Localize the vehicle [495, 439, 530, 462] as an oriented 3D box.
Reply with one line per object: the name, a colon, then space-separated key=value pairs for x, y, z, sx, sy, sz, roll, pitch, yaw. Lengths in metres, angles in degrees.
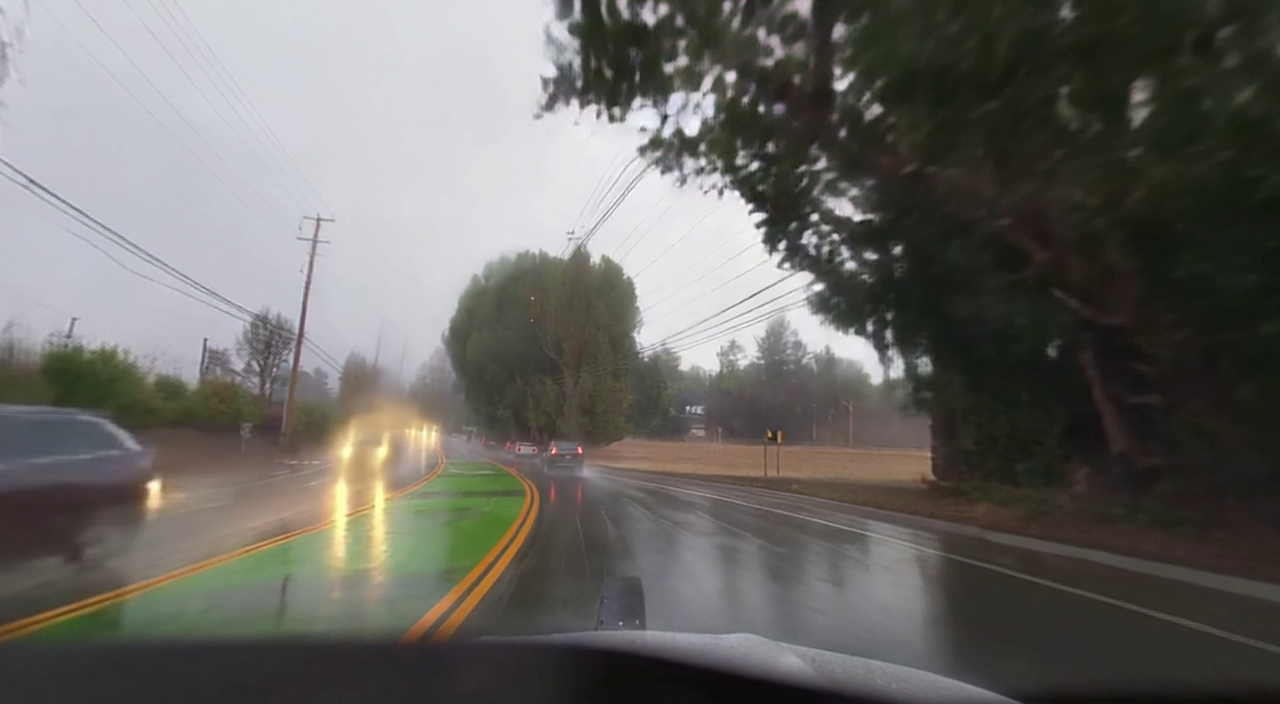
vehicle: x=-9.963 y=7.628 z=49.128 sx=2.075 sy=1.699 sz=4.520 roll=3 pitch=-9 yaw=-18

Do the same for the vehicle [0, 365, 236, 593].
vehicle: x=-7.173 y=1.278 z=6.532 sx=2.524 sy=2.051 sz=5.963 roll=1 pitch=-9 yaw=-6

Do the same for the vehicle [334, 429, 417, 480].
vehicle: x=-9.874 y=3.798 z=23.965 sx=1.967 sy=1.688 sz=4.286 roll=0 pitch=-6 yaw=-10

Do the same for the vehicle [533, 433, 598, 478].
vehicle: x=-3.408 y=4.572 z=28.100 sx=2.140 sy=1.767 sz=4.720 roll=2 pitch=-9 yaw=-16
